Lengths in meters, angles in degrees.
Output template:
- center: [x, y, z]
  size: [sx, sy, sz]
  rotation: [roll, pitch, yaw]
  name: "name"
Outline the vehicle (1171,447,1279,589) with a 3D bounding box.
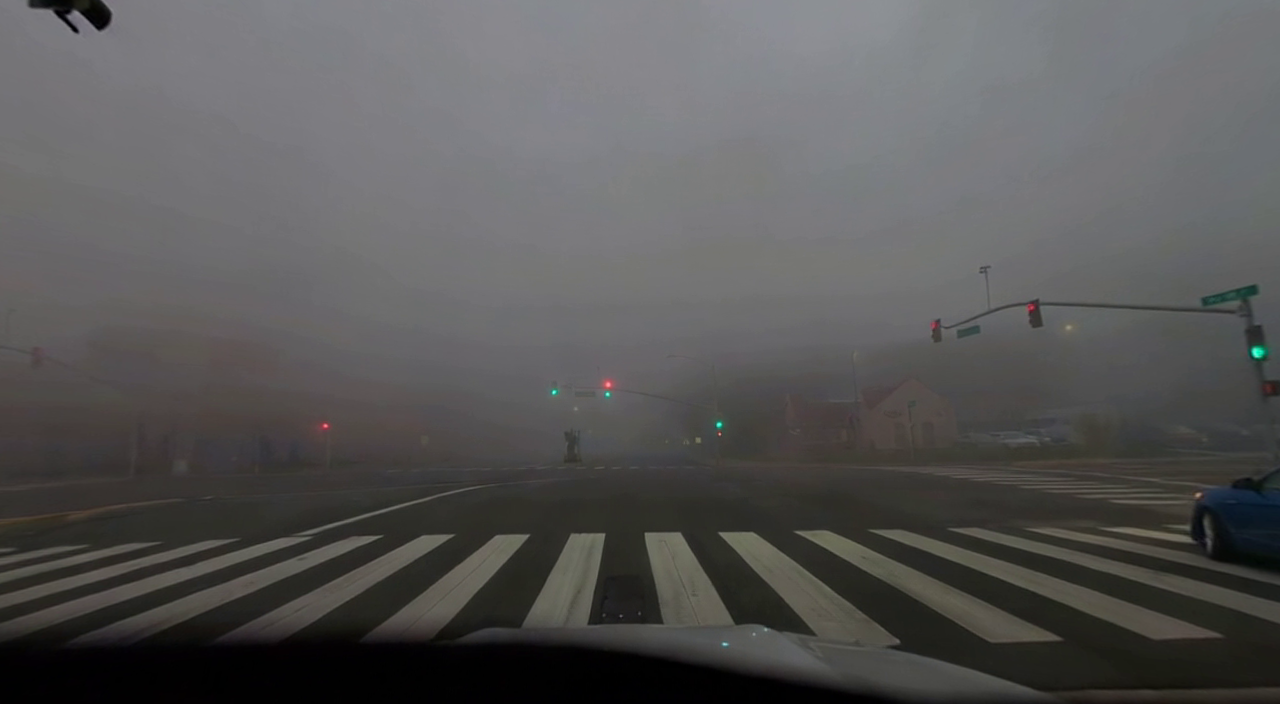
- center: [7.347, 1.533, 5.358]
  size: [1.935, 1.421, 4.716]
  rotation: [-1, -8, 6]
  name: "vehicle"
